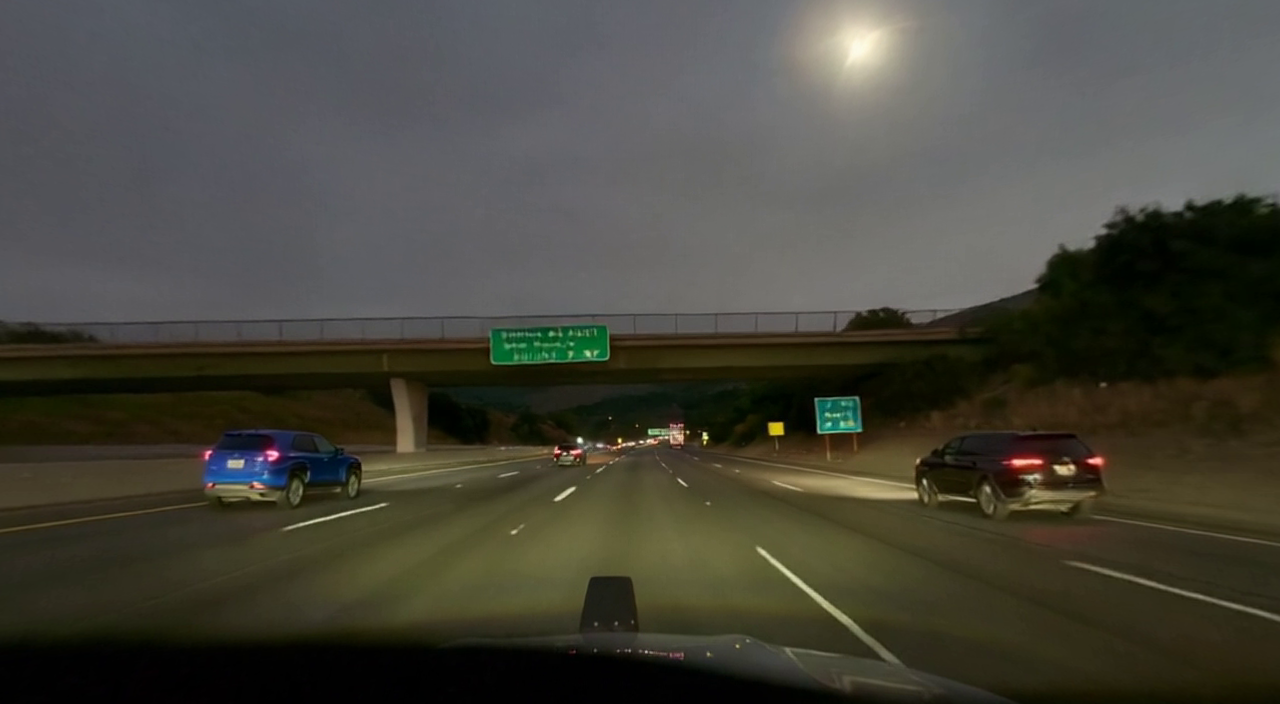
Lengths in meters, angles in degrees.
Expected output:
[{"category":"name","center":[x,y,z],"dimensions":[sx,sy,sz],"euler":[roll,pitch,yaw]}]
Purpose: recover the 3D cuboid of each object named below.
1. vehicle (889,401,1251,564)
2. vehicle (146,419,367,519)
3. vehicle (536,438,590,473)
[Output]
[{"category":"vehicle","center":[5.492,1.731,9.065],"dimensions":[1.950,1.719,4.545],"euler":[0,-9,0]},{"category":"vehicle","center":[-7.433,2.302,12.876],"dimensions":[1.860,1.694,4.173],"euler":[0,-9,0]},{"category":"vehicle","center":[-3.487,4.795,29.456],"dimensions":[1.925,1.509,4.363],"euler":[0,-9,1]}]
